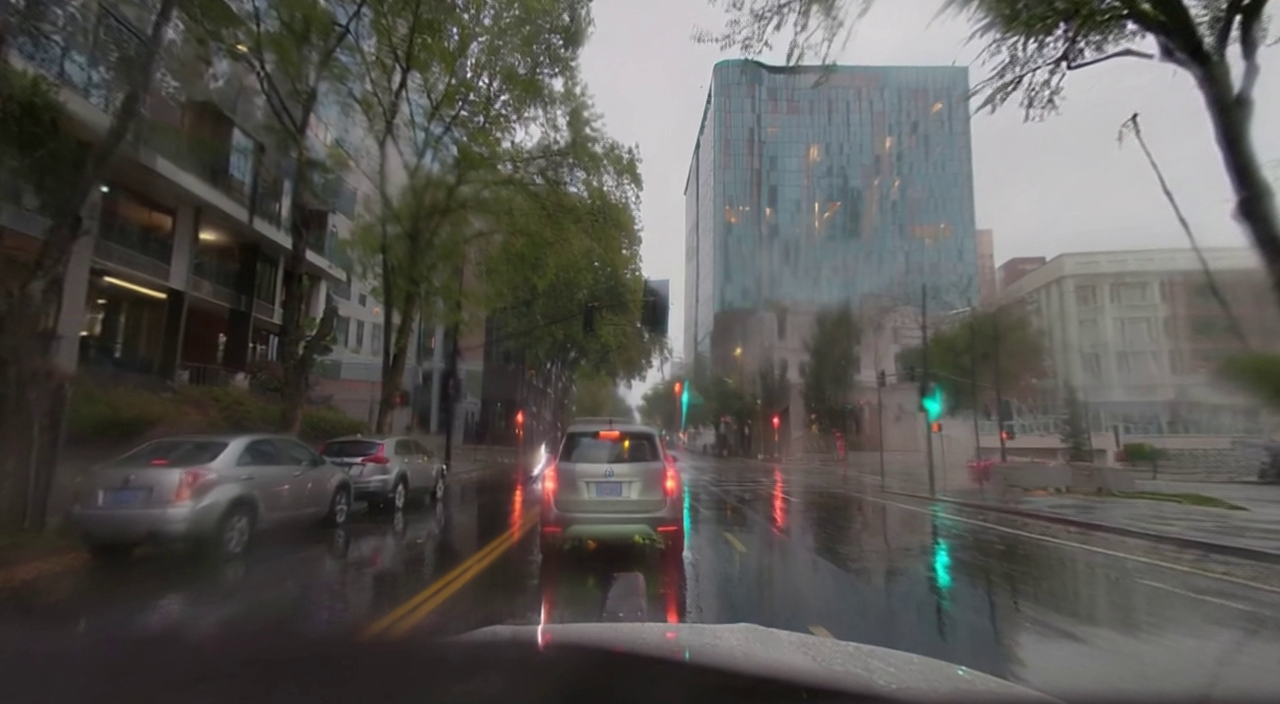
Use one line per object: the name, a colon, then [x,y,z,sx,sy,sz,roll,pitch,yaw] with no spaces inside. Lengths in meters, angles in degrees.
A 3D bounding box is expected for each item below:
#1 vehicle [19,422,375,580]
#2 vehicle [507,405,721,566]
vehicle: [-5.763,1.957,9.172,1.904,1.684,4.529,0,-9,-1]
vehicle: [-0.249,1.707,8.705,2.258,1.687,3.934,0,-9,1]
